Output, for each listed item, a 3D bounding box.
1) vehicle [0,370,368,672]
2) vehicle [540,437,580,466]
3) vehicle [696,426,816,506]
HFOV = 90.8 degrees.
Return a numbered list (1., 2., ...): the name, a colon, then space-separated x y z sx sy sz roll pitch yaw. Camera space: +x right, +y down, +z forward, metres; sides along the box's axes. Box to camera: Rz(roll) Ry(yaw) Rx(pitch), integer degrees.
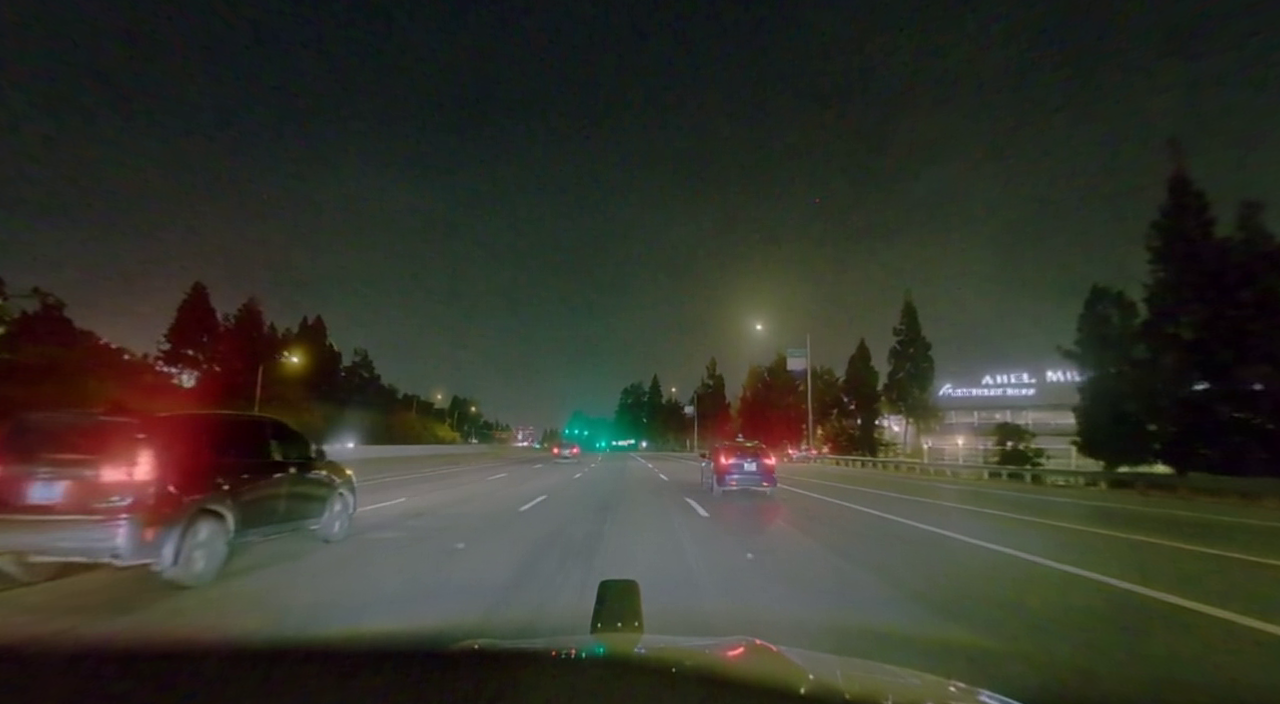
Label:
1. vehicle: -4.798 1.334 6.164 2.176 1.779 4.755 0 -8 0
2. vehicle: -5.189 6.556 41.748 2.160 1.794 4.646 0 -8 -2
3. vehicle: 2.654 2.732 15.576 1.997 1.686 4.247 0 -8 -2
